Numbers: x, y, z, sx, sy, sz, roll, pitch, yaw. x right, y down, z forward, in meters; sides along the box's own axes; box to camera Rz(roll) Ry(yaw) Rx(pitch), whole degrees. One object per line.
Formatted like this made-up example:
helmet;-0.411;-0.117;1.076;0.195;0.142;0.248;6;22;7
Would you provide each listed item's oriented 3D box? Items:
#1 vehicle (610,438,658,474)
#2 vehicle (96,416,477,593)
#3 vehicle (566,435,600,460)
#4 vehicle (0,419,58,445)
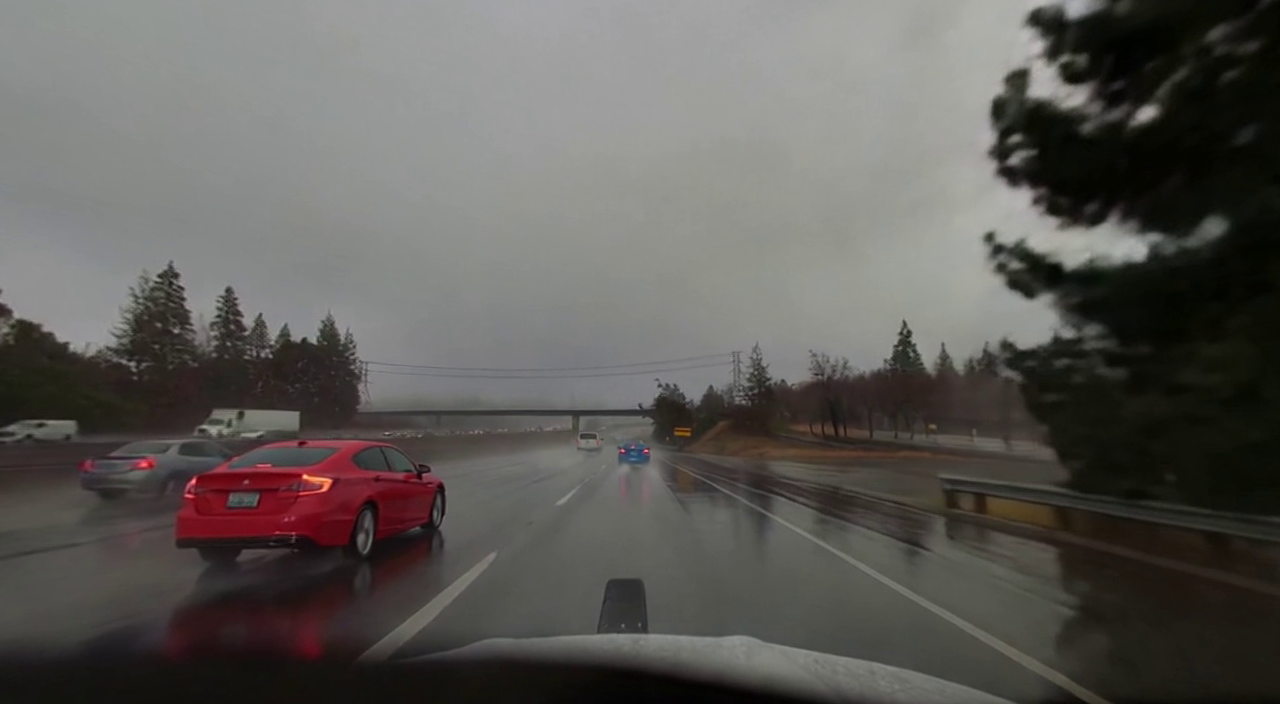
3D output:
vehicle;-0.276;4.492;27.374;1.954;1.460;3.983;0;-8;-1
vehicle;-3.686;1.662;7.819;2.035;1.514;4.600;0;-8;0
vehicle;-4.131;7.066;46.489;2.174;1.806;3.932;0;-8;0
vehicle;-38.047;4.828;37.816;1.754;1.494;4.634;0;-8;-4
